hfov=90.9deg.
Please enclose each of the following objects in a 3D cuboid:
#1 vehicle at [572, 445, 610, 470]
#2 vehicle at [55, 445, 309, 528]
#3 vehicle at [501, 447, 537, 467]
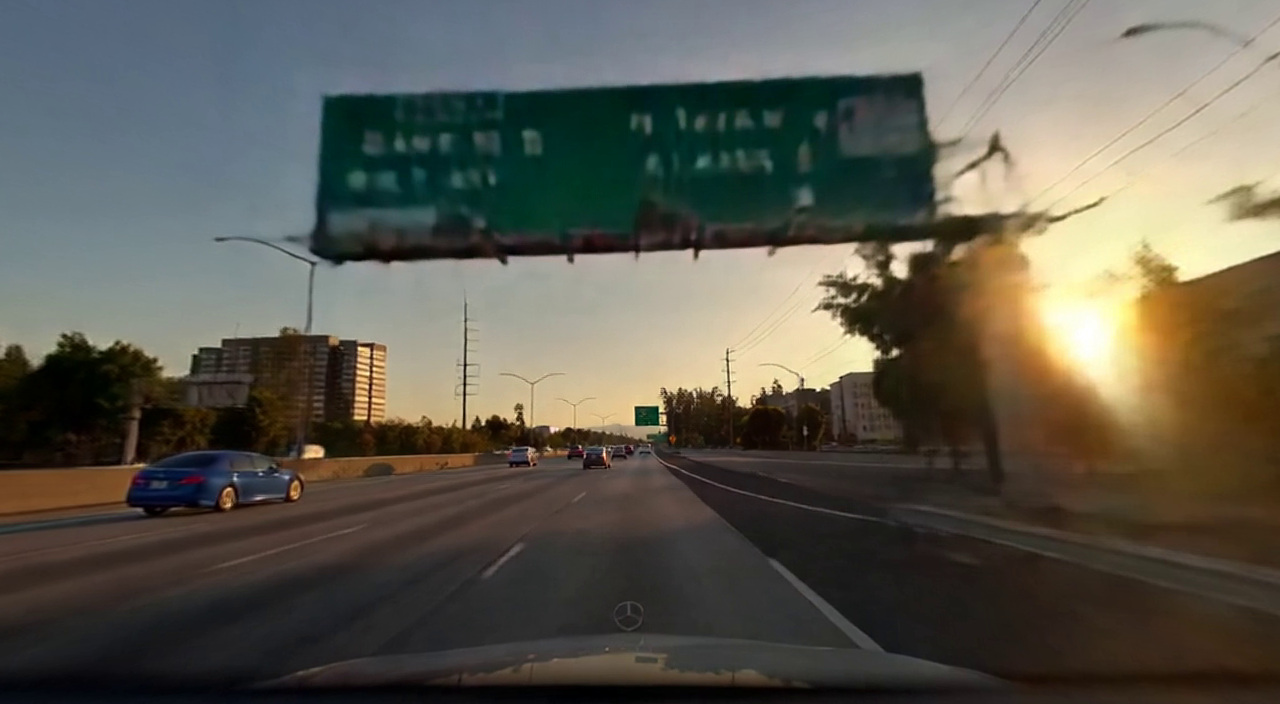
[{"bbox_3d":[-3.053,6.693,40.136,2.050,1.479,4.342,0,-8,1],"label":"vehicle"},{"bbox_3d":[-9.824,2.862,14.195,2.002,1.526,4.822,0,-8,2],"label":"vehicle"},{"bbox_3d":[-9.393,8.160,49.115,1.930,1.490,3.955,0,-8,1],"label":"vehicle"}]
